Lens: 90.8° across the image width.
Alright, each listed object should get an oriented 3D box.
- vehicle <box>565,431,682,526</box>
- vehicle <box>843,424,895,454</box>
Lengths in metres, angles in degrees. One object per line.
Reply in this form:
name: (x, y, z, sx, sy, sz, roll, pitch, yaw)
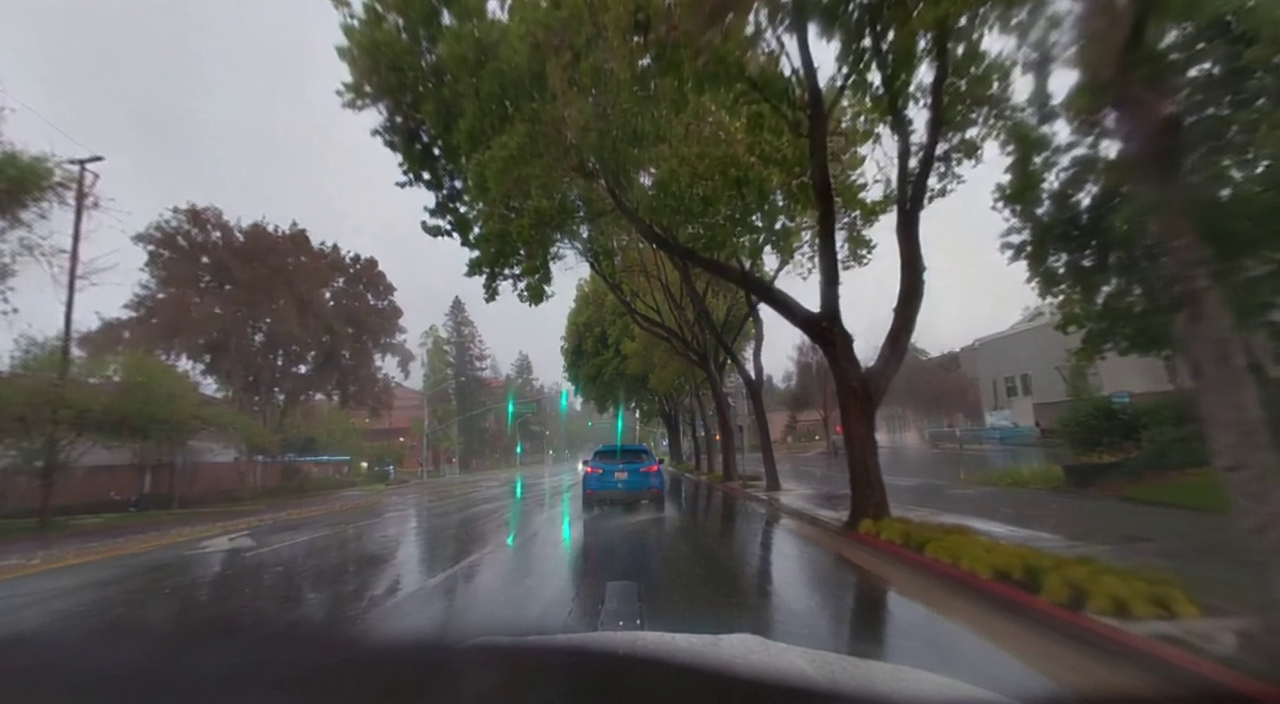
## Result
vehicle: (-0.345, 2.622, 13.618, 2.136, 1.703, 3.910, 0, -9, -1)
vehicle: (16.169, 6.251, 44.983, 2.039, 1.990, 5.111, -1, -9, 4)
